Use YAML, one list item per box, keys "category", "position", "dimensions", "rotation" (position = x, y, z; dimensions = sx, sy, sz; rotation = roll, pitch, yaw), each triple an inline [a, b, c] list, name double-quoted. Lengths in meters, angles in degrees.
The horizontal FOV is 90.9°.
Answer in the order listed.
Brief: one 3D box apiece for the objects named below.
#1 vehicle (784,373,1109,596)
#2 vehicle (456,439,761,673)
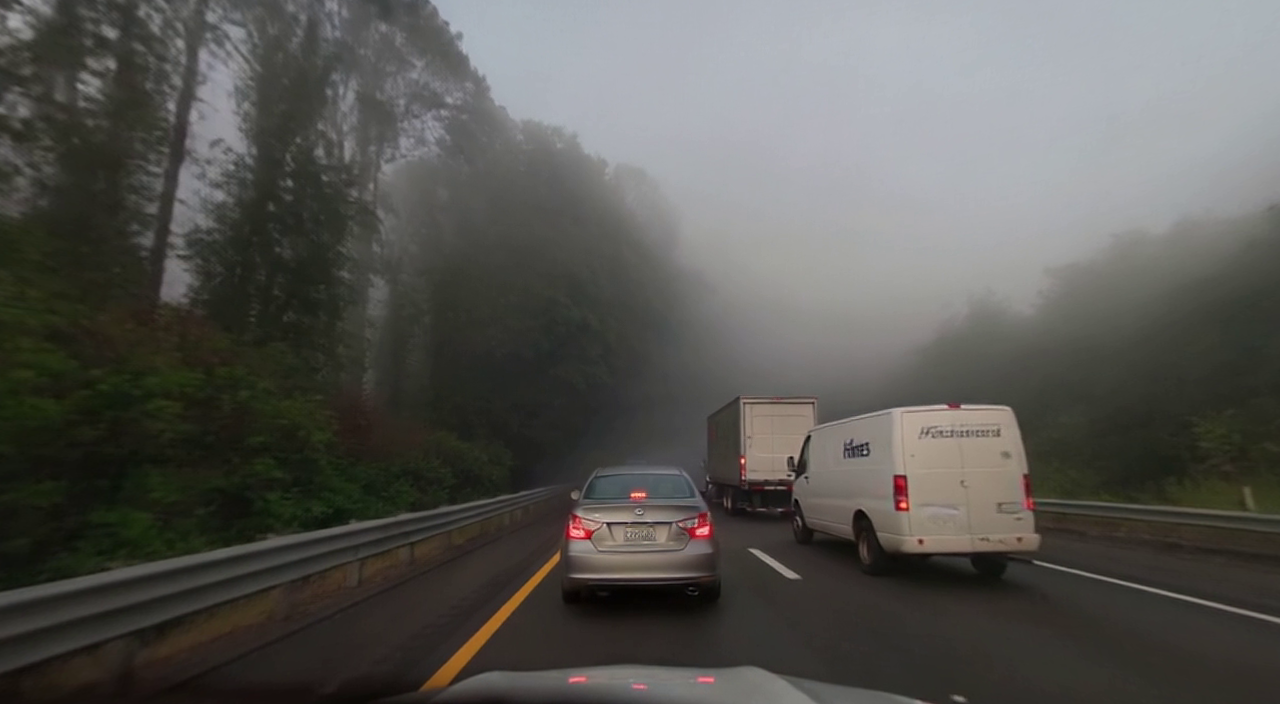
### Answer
- category: "vehicle"
  position: [4.130, 2.005, 9.982]
  dimensions: [2.328, 2.537, 5.290]
  rotation: [1, -11, -1]
- category: "vehicle"
  position: [-0.245, 1.660, 5.897]
  dimensions: [1.980, 1.493, 3.410]
  rotation: [1, -11, -2]
